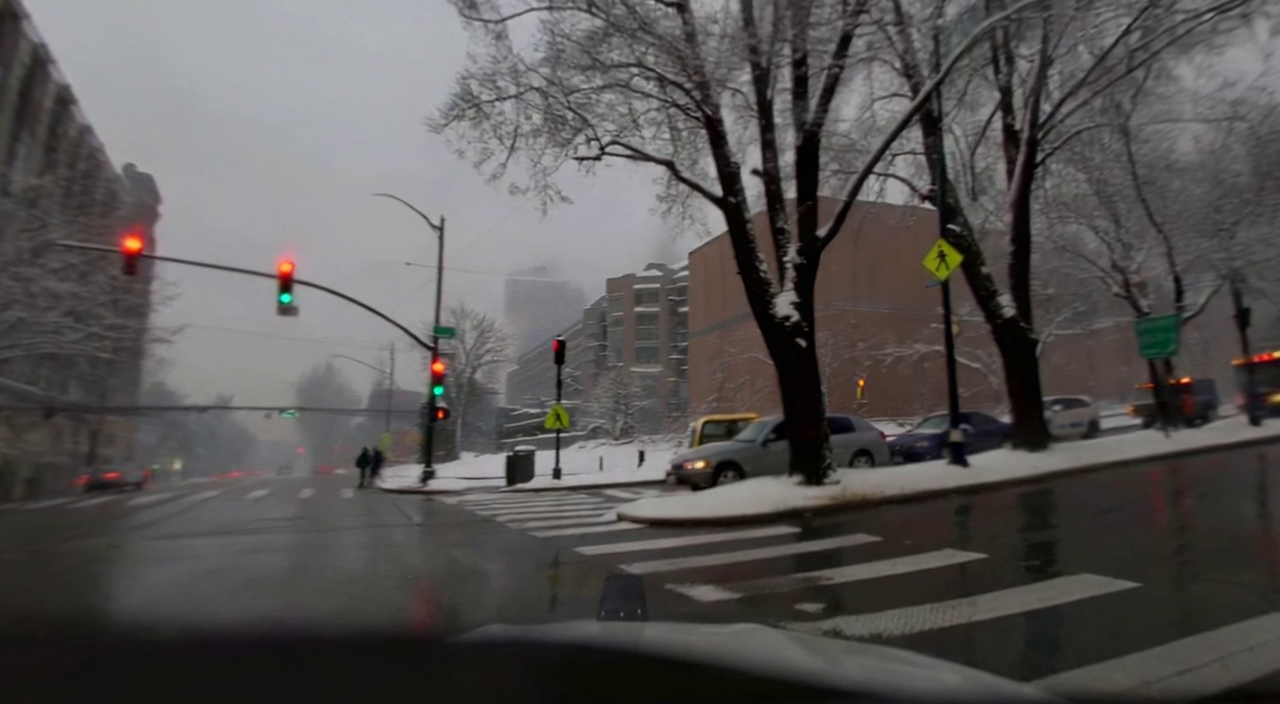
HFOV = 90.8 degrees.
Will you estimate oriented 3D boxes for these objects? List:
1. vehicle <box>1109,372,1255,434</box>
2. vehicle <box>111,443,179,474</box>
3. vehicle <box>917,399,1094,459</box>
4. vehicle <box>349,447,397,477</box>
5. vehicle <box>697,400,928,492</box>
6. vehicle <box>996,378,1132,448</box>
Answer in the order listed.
[{"bbox_3d":[18.871,1.856,22.009,4.599,1.855,1.988,4,-10,-25],"label":"vehicle"},{"bbox_3d":[-26.876,5.792,34.454,2.072,1.557,4.324,5,-10,-28],"label":"vehicle"},{"bbox_3d":[10.144,2.196,17.512,4.628,1.488,1.826,4,-10,-25],"label":"vehicle"},{"bbox_3d":[-14.043,5.728,33.117,2.037,1.489,4.077,4,-10,-25],"label":"vehicle"},{"bbox_3d":[3.929,2.144,14.401,4.841,1.798,2.053,4,-10,-25],"label":"vehicle"},{"bbox_3d":[15.805,2.316,23.498,4.615,1.819,2.109,12,-10,-24],"label":"vehicle"}]
